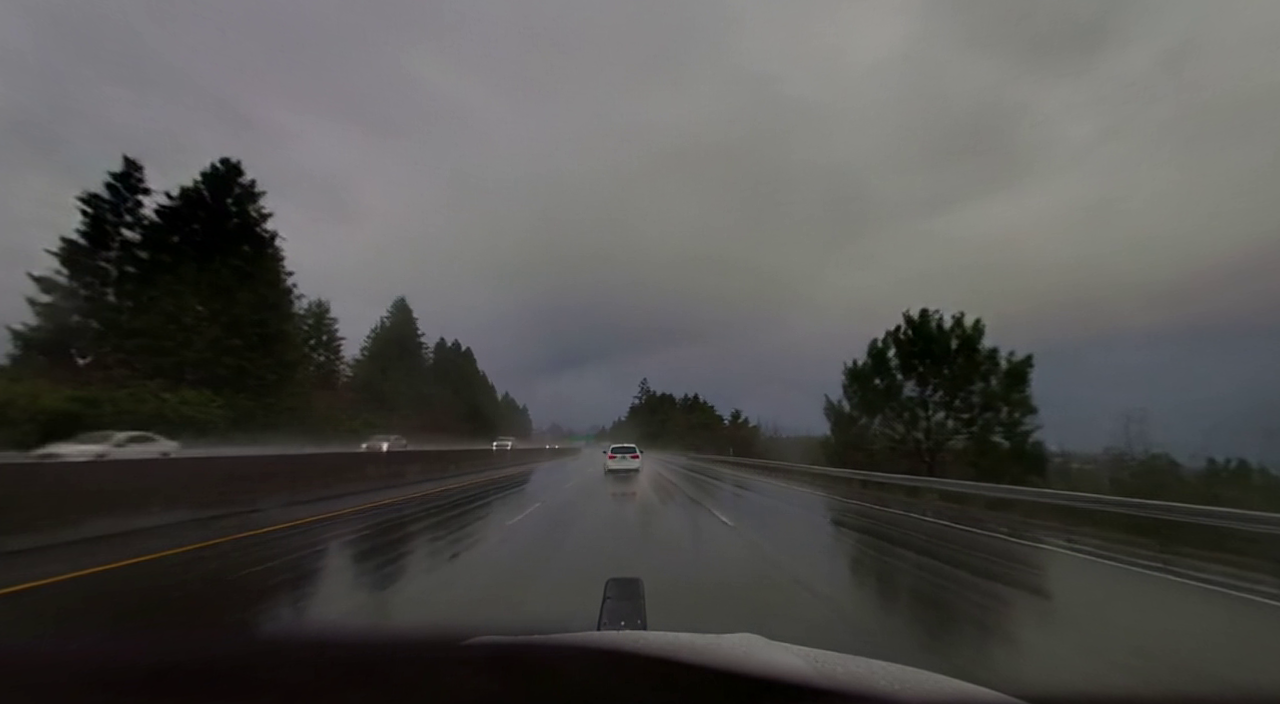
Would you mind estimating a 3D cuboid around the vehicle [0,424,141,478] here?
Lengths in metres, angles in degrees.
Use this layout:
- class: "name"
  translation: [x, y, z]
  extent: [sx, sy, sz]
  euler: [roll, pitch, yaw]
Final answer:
- class: "vehicle"
  translation: [-17.730, 3.041, 19.401]
  extent: [1.714, 1.482, 3.643]
  euler: [0, -9, -1]

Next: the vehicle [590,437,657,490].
- class: "vehicle"
  translation: [-0.543, 3.670, 21.027]
  extent: [2.011, 1.590, 3.607]
  euler: [0, -9, -1]

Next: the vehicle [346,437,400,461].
- class: "vehicle"
  translation: [-17.780, 6.467, 42.189]
  extent: [1.837, 1.512, 4.359]
  euler: [0, -9, -2]
